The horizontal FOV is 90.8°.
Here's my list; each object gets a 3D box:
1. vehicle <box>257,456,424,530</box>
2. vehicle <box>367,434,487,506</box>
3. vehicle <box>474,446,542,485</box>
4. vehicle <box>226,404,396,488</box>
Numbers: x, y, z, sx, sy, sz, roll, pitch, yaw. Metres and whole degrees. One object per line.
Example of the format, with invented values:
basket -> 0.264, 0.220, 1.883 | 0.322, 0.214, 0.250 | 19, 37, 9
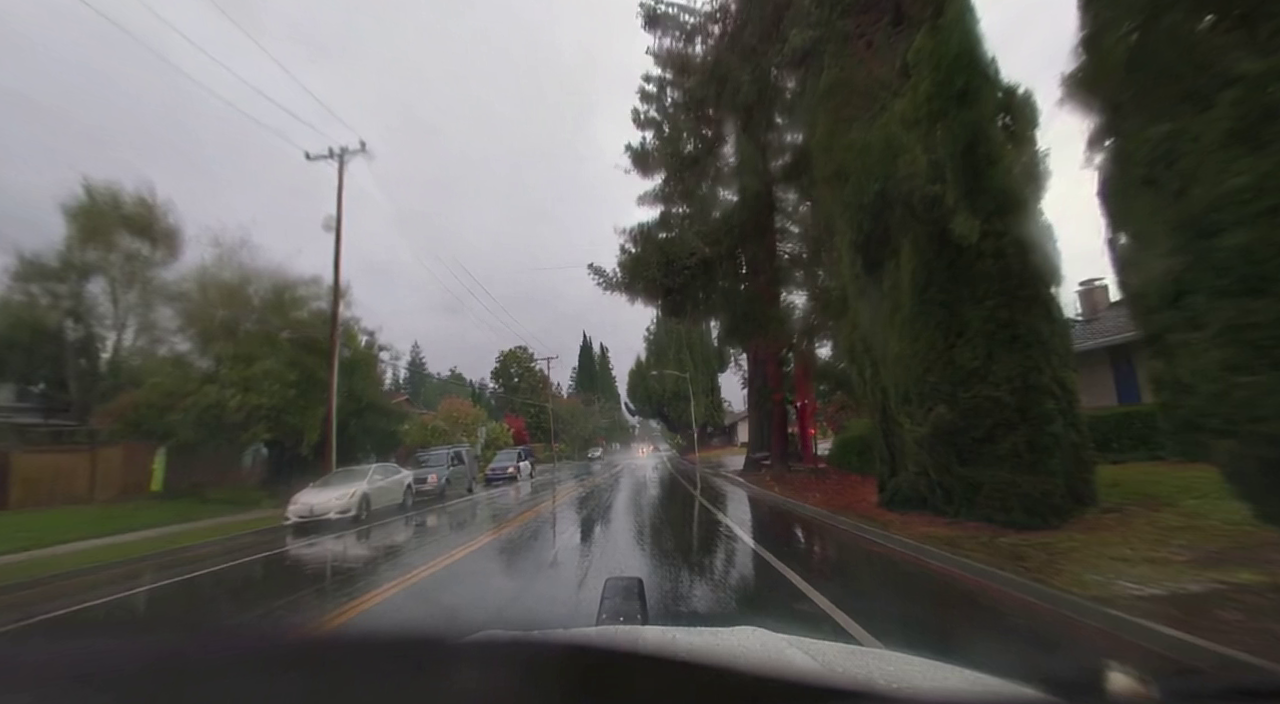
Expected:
vehicle -> -7.051, 3.322, 15.458 | 1.960, 1.486, 4.217 | -1, -9, 1
vehicle -> -6.781, 3.851, 20.833 | 2.012, 1.902, 5.437 | -4, -10, 1
vehicle -> -6.461, 5.629, 31.680 | 1.984, 1.732, 5.628 | -1, -9, 2
vehicle -> -13.985, 4.065, 27.130 | 6.042, 3.086, 2.589 | -5, -9, 9
